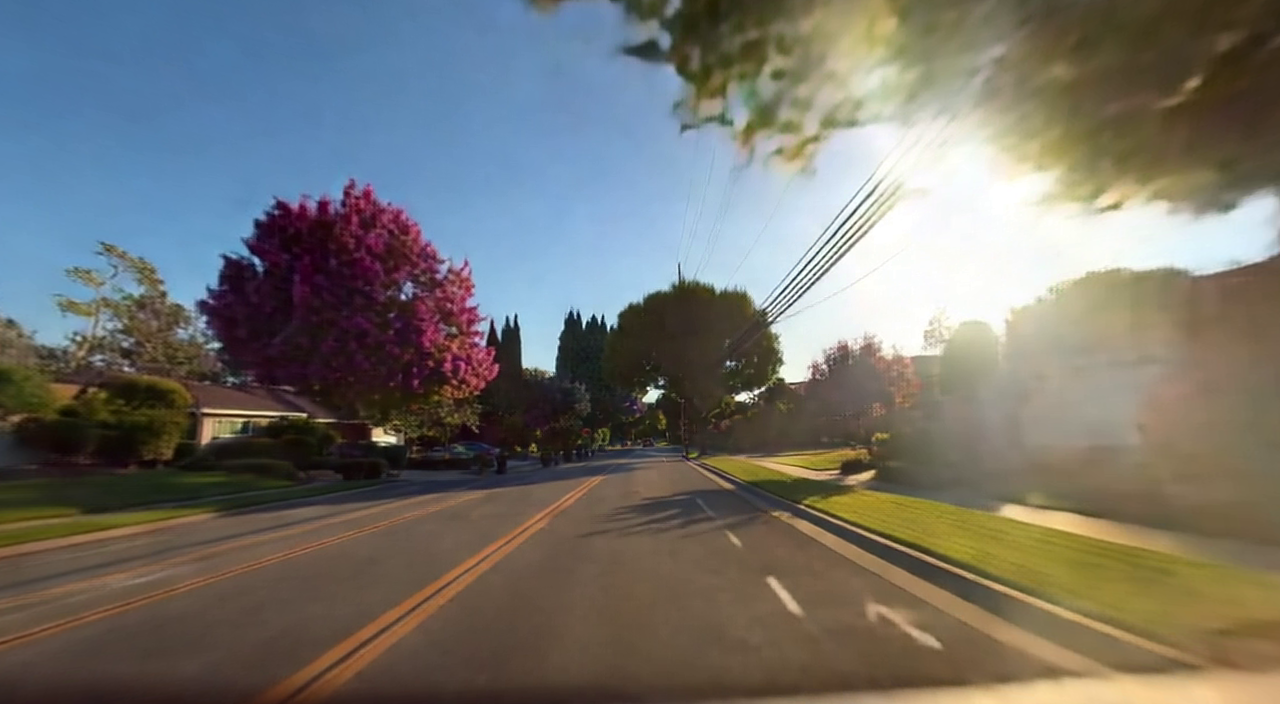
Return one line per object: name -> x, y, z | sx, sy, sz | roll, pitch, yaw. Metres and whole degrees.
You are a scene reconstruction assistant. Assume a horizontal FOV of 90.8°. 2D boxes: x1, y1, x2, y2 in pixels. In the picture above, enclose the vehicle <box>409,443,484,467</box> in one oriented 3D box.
vehicle -> -13.627, 7.264, 44.721 | 4.554, 1.535, 2.261 | 0, -8, -2
